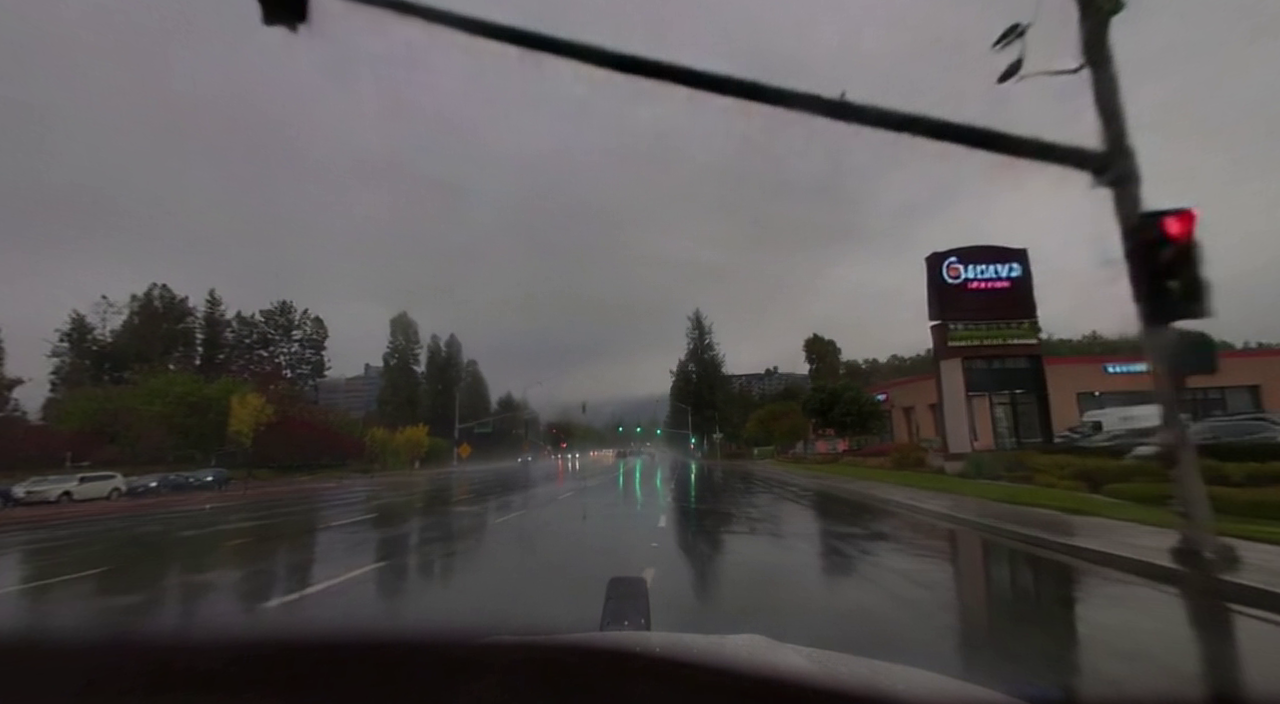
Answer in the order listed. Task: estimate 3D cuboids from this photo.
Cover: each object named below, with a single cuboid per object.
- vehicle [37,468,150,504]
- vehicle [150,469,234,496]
[{"bbox_3d":[-30.245,7.416,35.096,1.851,1.682,4.631,-1,-9,4],"label":"vehicle"},{"bbox_3d":[-29.588,8.618,41.796,1.906,1.486,4.617,-1,-9,5],"label":"vehicle"}]
